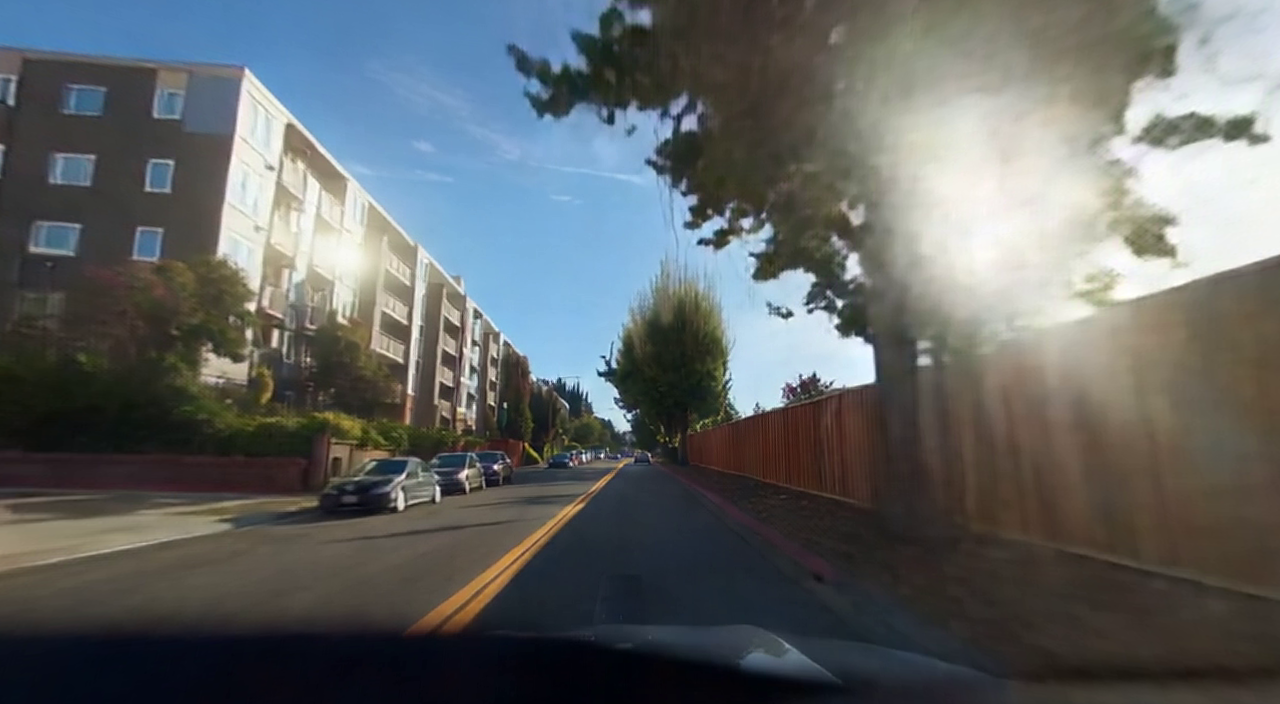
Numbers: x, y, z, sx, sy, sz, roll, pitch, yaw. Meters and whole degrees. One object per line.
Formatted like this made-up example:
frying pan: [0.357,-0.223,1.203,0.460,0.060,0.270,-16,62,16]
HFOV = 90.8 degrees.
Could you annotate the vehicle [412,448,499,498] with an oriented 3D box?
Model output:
vehicle: [-6.561,4.328,22.976,1.773,1.466,4.407,3,-8,0]

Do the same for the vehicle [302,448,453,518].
vehicle: [-6.612,3.312,16.598,1.914,1.417,4.750,2,-8,0]
